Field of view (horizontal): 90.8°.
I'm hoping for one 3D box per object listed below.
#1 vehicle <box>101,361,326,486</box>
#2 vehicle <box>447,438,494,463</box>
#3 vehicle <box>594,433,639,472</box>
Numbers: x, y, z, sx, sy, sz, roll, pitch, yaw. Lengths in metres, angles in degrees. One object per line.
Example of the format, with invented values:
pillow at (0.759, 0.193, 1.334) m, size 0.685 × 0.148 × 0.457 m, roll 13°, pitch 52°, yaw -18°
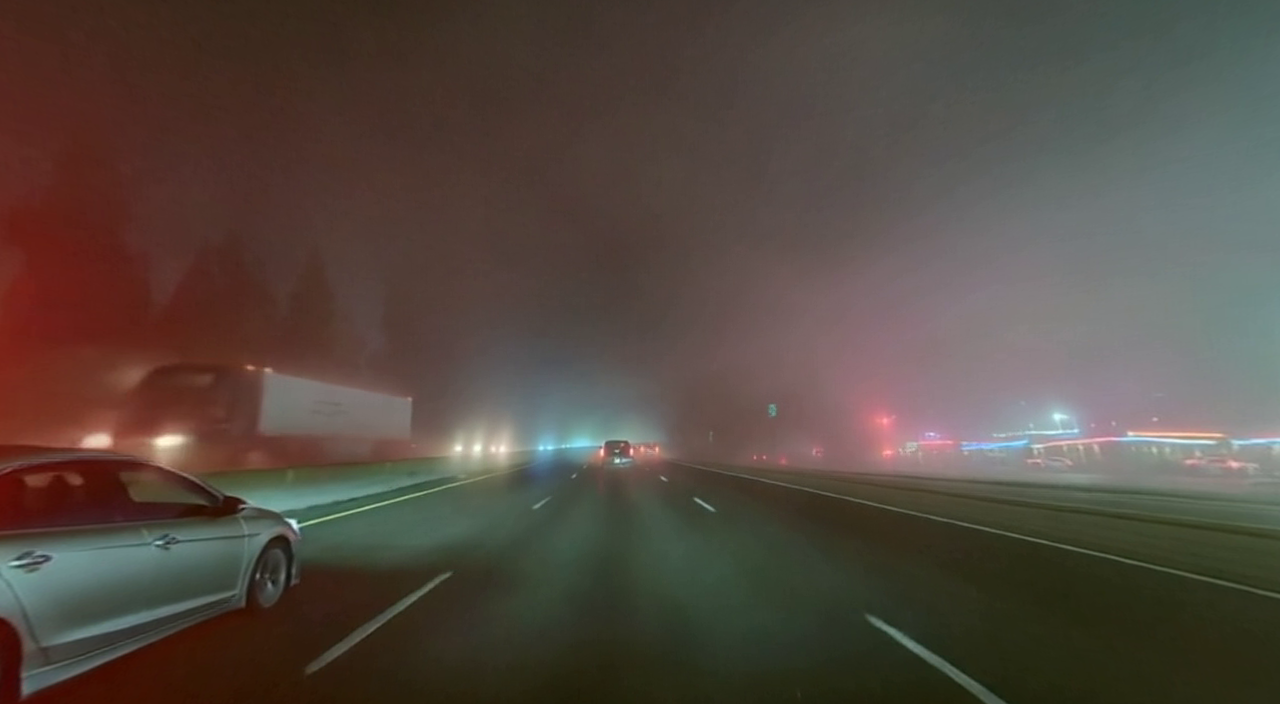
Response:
vehicle at (-15.697, 2.876, 24.401) m, size 3.062 × 4.003 × 8.152 m, roll 0°, pitch -9°, yaw -2°
vehicle at (-12.417, 7.257, 46.600) m, size 2.084 × 1.683 × 5.021 m, roll 0°, pitch -9°, yaw 0°
vehicle at (-1.228, 5.273, 33.202) m, size 2.155 × 1.856 × 4.796 m, roll 0°, pitch -9°, yaw -2°
